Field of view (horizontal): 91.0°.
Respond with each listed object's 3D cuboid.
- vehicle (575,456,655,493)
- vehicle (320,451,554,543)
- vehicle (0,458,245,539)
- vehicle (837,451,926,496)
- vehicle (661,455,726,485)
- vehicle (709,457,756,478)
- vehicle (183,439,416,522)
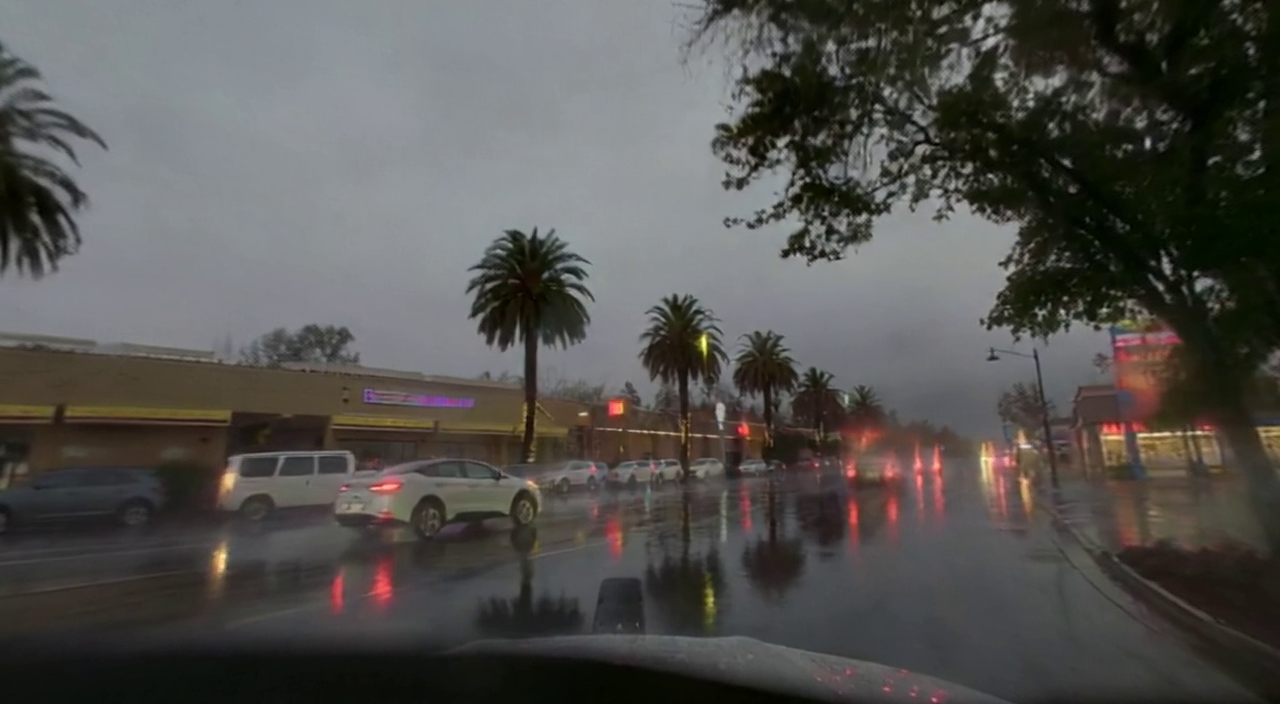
[{"bbox_3d":[-1.073,5.600,29.092,1.776,1.448,4.137,-5,-10,29],"label":"vehicle"},{"bbox_3d":[-4.029,2.892,13.372,2.090,1.520,4.452,-5,-10,29],"label":"vehicle"},{"bbox_3d":[-12.961,3.538,15.902,1.900,1.615,4.573,-5,-10,30],"label":"vehicle"},{"bbox_3d":[9.367,4.566,24.130,2.139,1.461,4.918,-5,-10,33],"label":"vehicle"},{"bbox_3d":[3.229,6.851,36.839,1.981,1.493,4.721,-5,-10,30],"label":"vehicle"},{"bbox_3d":[7.228,8.960,48.930,1.962,1.464,4.781,-5,-10,29],"label":"vehicle"},{"bbox_3d":[-8.517,3.351,16.334,1.989,1.792,4.884,-7,-14,28],"label":"vehicle"}]
